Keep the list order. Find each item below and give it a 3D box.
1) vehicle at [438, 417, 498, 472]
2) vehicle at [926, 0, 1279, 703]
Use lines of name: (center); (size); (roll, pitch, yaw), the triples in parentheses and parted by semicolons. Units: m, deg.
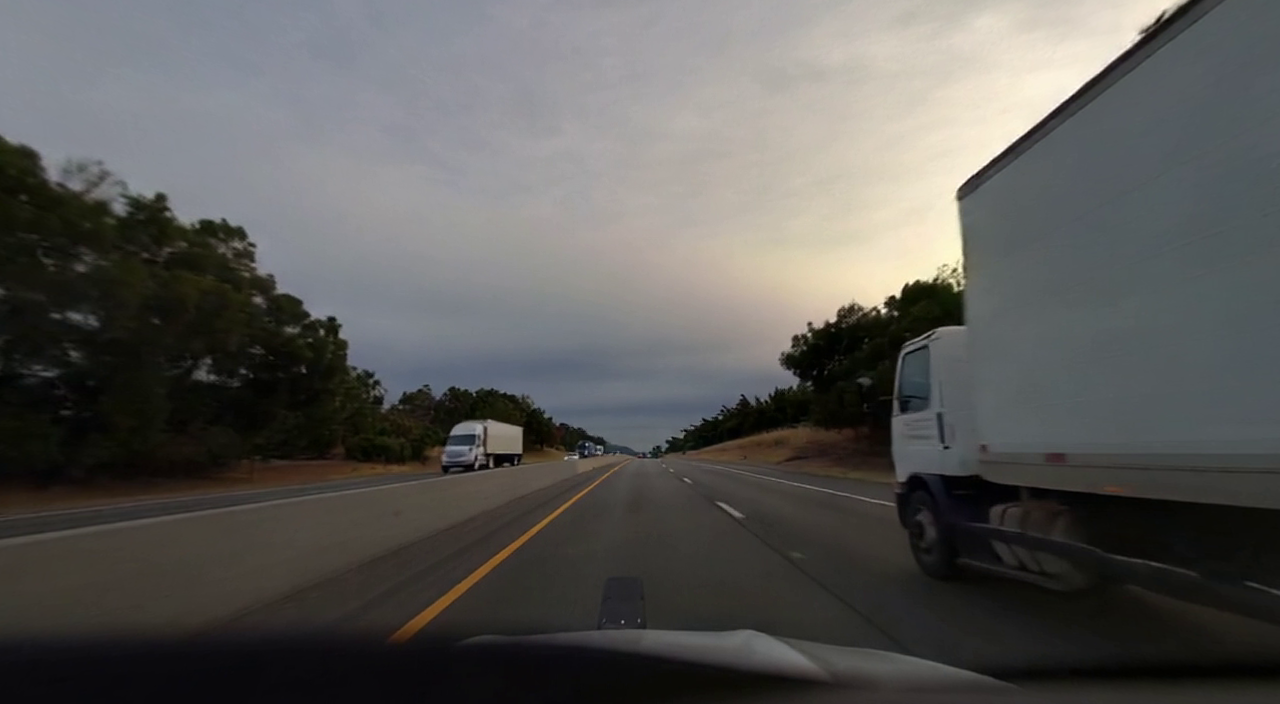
vehicle: (-13.382, 7.266, 49.554); (3.012, 3.998, 5.861); (0, -9, 0)
vehicle: (4.125, -0.105, 1.700); (2.920, 3.288, 7.793); (0, -9, -1)
